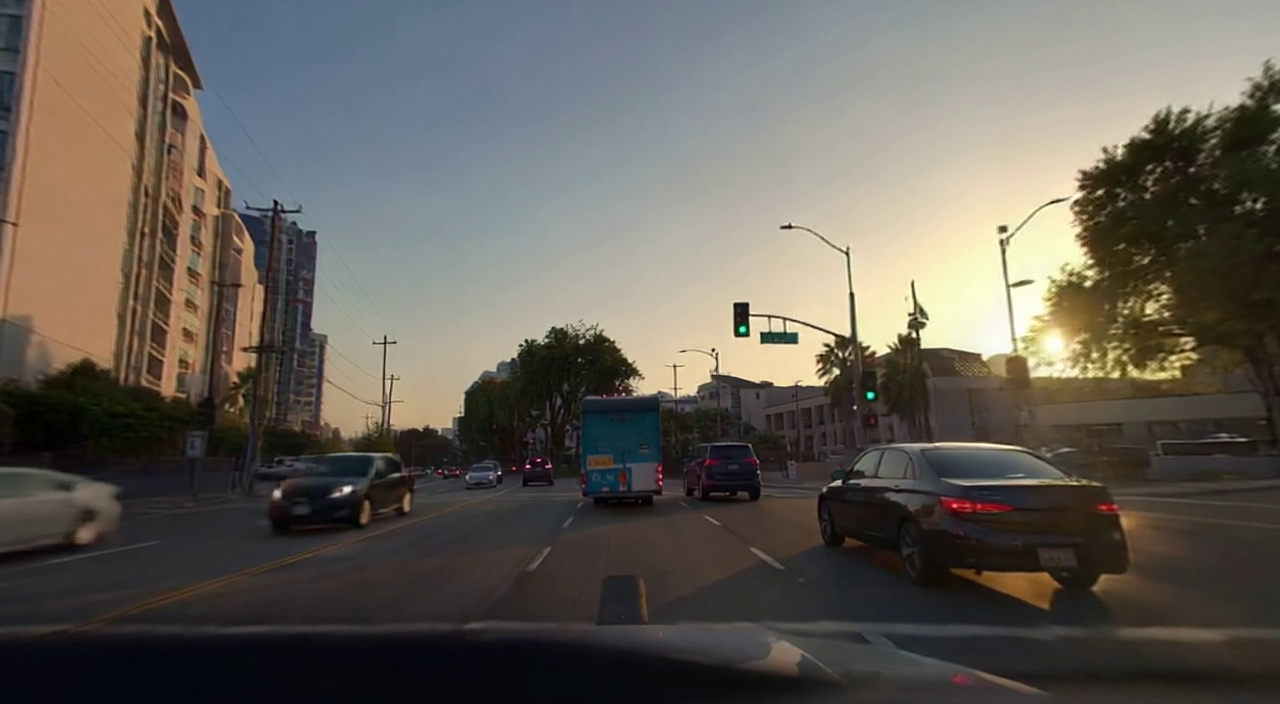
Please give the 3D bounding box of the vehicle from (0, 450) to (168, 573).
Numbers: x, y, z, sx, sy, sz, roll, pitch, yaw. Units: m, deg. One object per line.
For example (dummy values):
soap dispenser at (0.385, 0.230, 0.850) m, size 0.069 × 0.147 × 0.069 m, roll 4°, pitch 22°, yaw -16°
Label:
vehicle at (-9.190, 2.160, 8.775) m, size 1.983 × 1.543 × 4.188 m, roll 0°, pitch -9°, yaw -2°

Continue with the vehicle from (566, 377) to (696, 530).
vehicle at (-0.429, 2.414, 15.307) m, size 2.517 × 2.926 × 6.177 m, roll 1°, pitch -9°, yaw -5°

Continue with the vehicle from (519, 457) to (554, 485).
vehicle at (-6.501, 7.489, 39.623) m, size 2.033 × 1.555 × 4.408 m, roll 1°, pitch -9°, yaw -8°

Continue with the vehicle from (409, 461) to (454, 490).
vehicle at (-12.618, 7.489, 38.240) m, size 1.873 × 1.510 × 4.151 m, roll 1°, pitch -9°, yaw -8°

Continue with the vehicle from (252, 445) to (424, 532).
vehicle at (-6.160, 2.770, 13.411) m, size 1.810 × 1.546 × 3.981 m, roll 0°, pitch -9°, yaw -2°

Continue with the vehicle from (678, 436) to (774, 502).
vehicle at (2.750, 3.924, 21.618) m, size 2.157 × 1.944 × 5.423 m, roll 0°, pitch -9°, yaw -4°

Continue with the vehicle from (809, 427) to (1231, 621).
vehicle at (3.639, 1.711, 7.343) m, size 1.978 × 1.507 × 4.636 m, roll 0°, pitch -8°, yaw -1°

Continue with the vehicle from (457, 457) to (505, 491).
vehicle at (-8.046, 6.159, 32.040) m, size 1.801 × 1.524 × 3.974 m, roll 1°, pitch -9°, yaw -6°
